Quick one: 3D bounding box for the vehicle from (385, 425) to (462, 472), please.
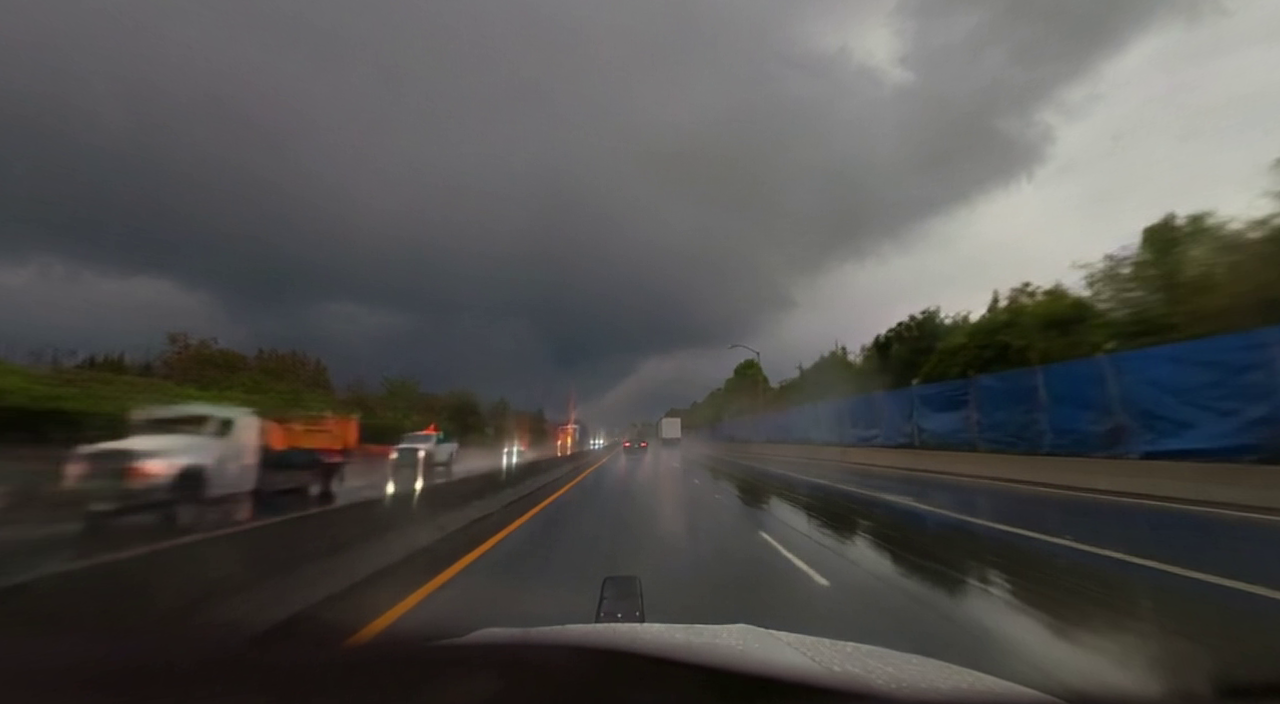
[{"bbox_3d":[-12.832,5.775,37.776,2.354,2.530,6.137,0,-8,0],"label":"vehicle"}]

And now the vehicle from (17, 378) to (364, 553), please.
[{"bbox_3d":[-8.043,2.100,12.489,2.453,2.460,6.190,-3,-8,-1],"label":"vehicle"}]

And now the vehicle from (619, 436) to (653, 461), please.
[{"bbox_3d":[-0.278,5.997,39.260,2.004,1.472,4.075,0,-8,-2],"label":"vehicle"}]
